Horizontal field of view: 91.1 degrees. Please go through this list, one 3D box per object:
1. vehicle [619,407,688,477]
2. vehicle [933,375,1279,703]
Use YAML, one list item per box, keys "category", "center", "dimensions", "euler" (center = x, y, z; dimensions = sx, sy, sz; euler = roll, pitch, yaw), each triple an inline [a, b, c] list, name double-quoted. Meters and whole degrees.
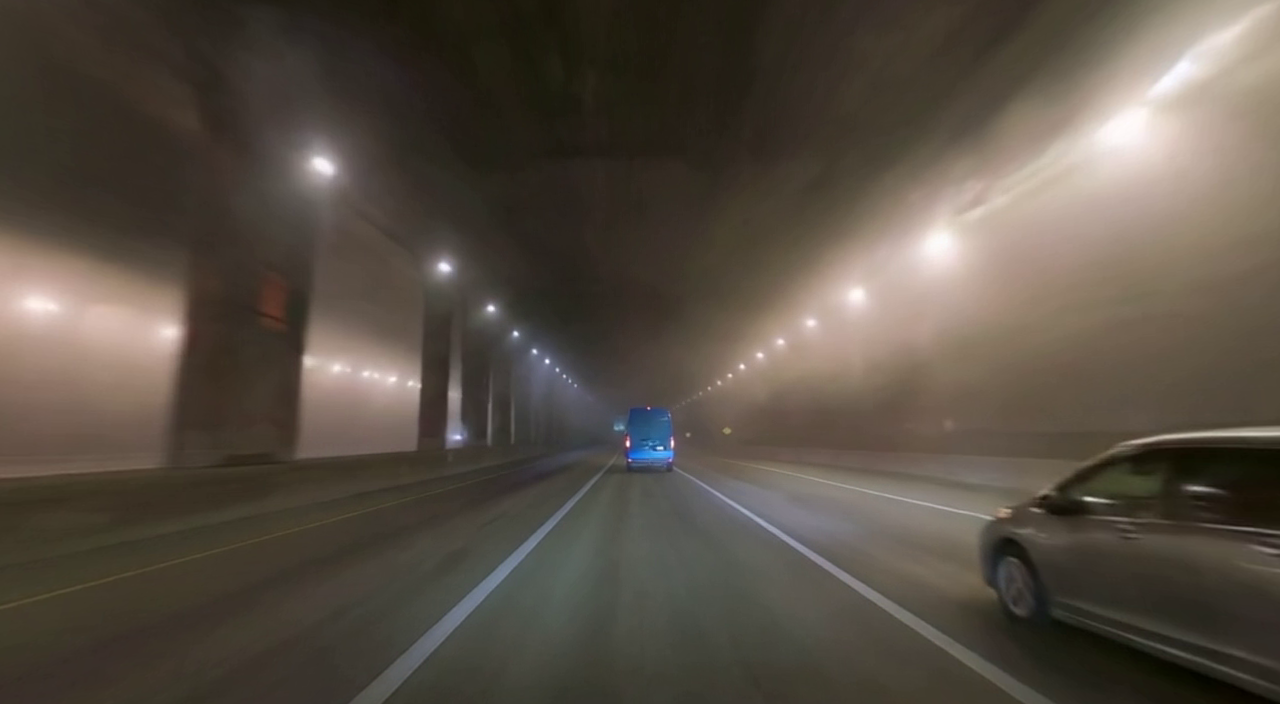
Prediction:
- category: "vehicle"
  center: [0.443, 3.541, 24.930]
  dimensions: [2.404, 2.459, 5.229]
  euler: [0, -8, -1]
- category: "vehicle"
  center: [3.341, 0.925, 2.754]
  dimensions: [2.095, 1.553, 4.069]
  euler: [0, -8, -1]
